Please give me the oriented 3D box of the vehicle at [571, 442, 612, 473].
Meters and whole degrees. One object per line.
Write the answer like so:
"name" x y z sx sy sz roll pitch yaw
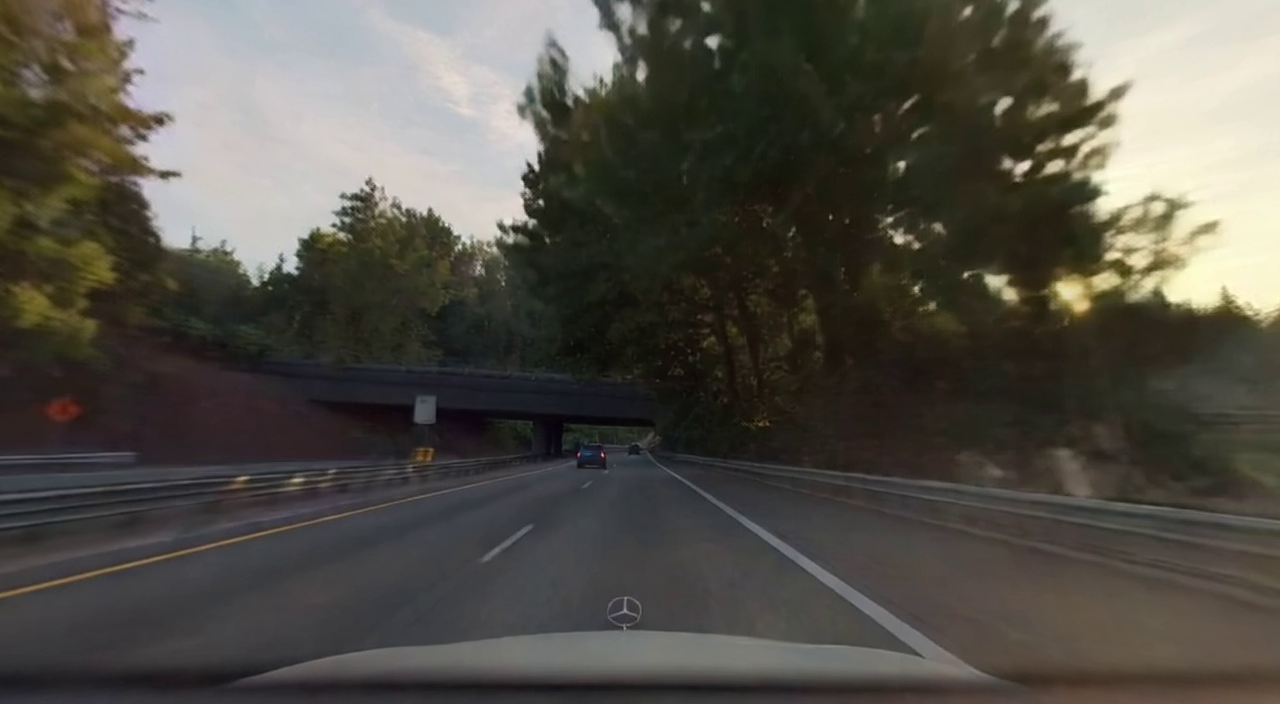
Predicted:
"vehicle" -2.960 6.574 39.429 2.135 1.755 4.476 0 -9 0
